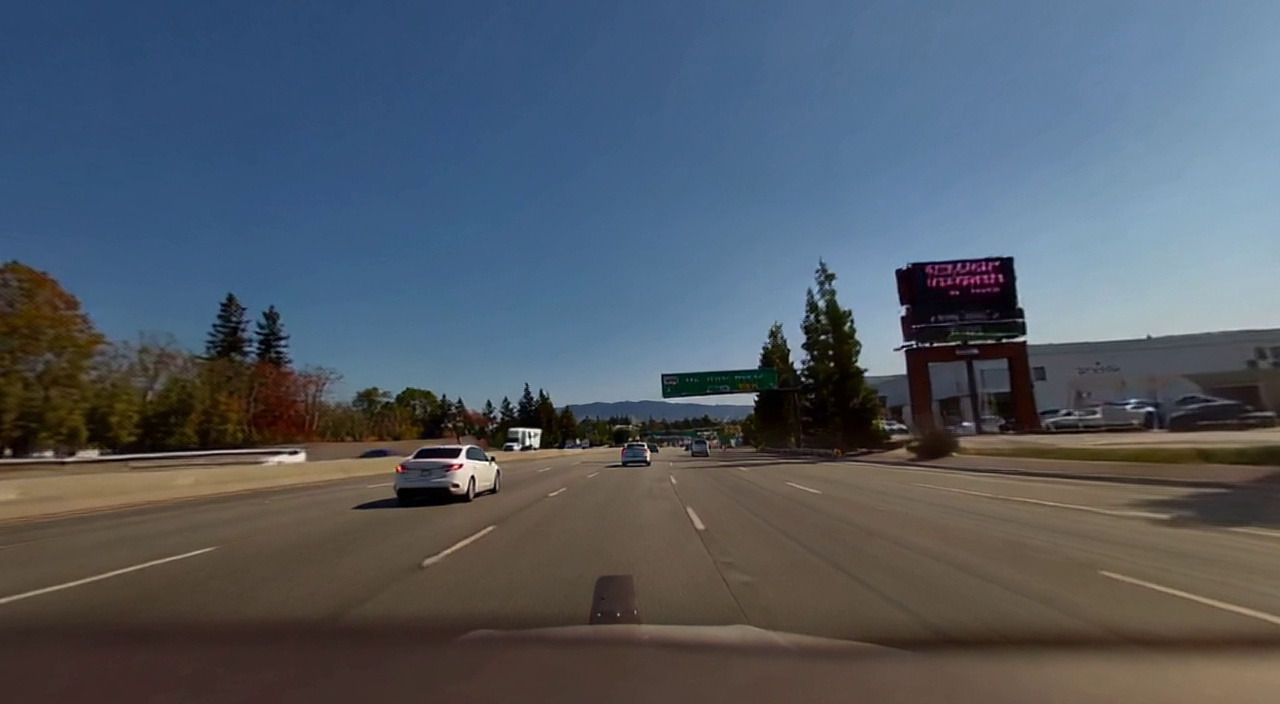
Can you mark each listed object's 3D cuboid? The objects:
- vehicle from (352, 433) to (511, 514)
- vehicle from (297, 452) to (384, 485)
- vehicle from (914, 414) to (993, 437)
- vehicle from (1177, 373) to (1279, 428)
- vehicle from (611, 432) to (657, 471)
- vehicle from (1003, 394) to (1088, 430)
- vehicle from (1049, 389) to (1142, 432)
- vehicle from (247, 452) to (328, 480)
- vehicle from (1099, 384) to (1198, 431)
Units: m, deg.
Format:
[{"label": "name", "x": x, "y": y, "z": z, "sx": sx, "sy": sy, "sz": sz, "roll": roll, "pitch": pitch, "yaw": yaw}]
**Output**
[{"label": "vehicle", "x": -4.337, "y": 2.596, "z": 14.028, "sx": 1.907, "sy": 1.483, "sz": 4.562, "roll": -1, "pitch": -8, "yaw": 1}, {"label": "vehicle", "x": -14.381, "y": 5.596, "z": 30.613, "sx": 1.879, "sy": 1.407, "sz": 4.491, "roll": -1, "pitch": -9, "yaw": 2}, {"label": "vehicle", "x": 21.804, "y": 5.175, "z": 44.055, "sx": 4.487, "sy": 1.477, "sz": 1.804, "roll": -1, "pitch": -9, "yaw": 7}, {"label": "vehicle", "x": 21.096, "y": 1.821, "z": 22.473, "sx": 4.234, "sy": 1.657, "sz": 2.021, "roll": 6, "pitch": -11, "yaw": -38}, {"label": "vehicle", "x": -0.225, "y": 5.216, "z": 33.281, "sx": 2.155, "sy": 1.856, "sz": 4.796, "roll": -1, "pitch": -9, "yaw": 3}, {"label": "vehicle", "x": 20.343, "y": 3.066, "z": 31.682, "sx": 4.097, "sy": 1.641, "sz": 2.017, "roll": 5, "pitch": -10, "yaw": -34}, {"label": "vehicle", "x": 21.215, "y": 2.786, "z": 29.391, "sx": 4.166, "sy": 1.829, "sz": 2.026, "roll": 5, "pitch": -9, "yaw": -33}, {"label": "vehicle", "x": -21.100, "y": 6.801, "z": 38.035, "sx": 1.963, "sy": 1.502, "sz": 4.795, "roll": -1, "pitch": -9, "yaw": 2}, {"label": "vehicle", "x": 21.123, "y": 2.364, "z": 26.213, "sx": 4.392, "sy": 1.717, "sz": 2.017, "roll": 6, "pitch": -11, "yaw": -37}]
